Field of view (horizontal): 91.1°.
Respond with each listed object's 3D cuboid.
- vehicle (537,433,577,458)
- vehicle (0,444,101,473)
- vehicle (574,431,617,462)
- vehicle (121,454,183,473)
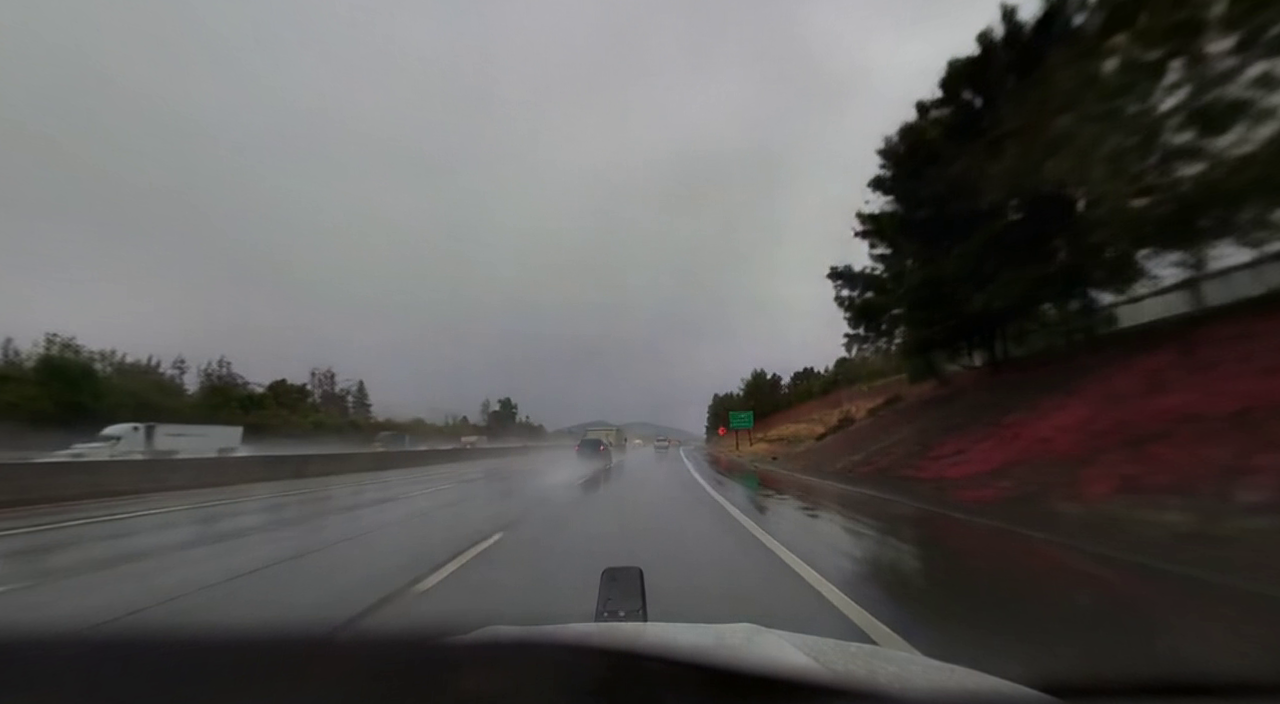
[{"bbox_3d":[-6.027,6.883,46.058,2.078,1.729,4.722,0,-8,3],"label":"vehicle"},{"bbox_3d":[-40.853,7.298,43.335,2.024,1.820,5.703,0,-8,2],"label":"vehicle"},{"bbox_3d":[-2.622,5.719,37.892,2.194,1.766,3.720,0,-8,2],"label":"vehicle"},{"bbox_3d":[-36.557,8.336,47.147,1.550,1.275,3.866,-1,-8,0],"label":"vehicle"}]
